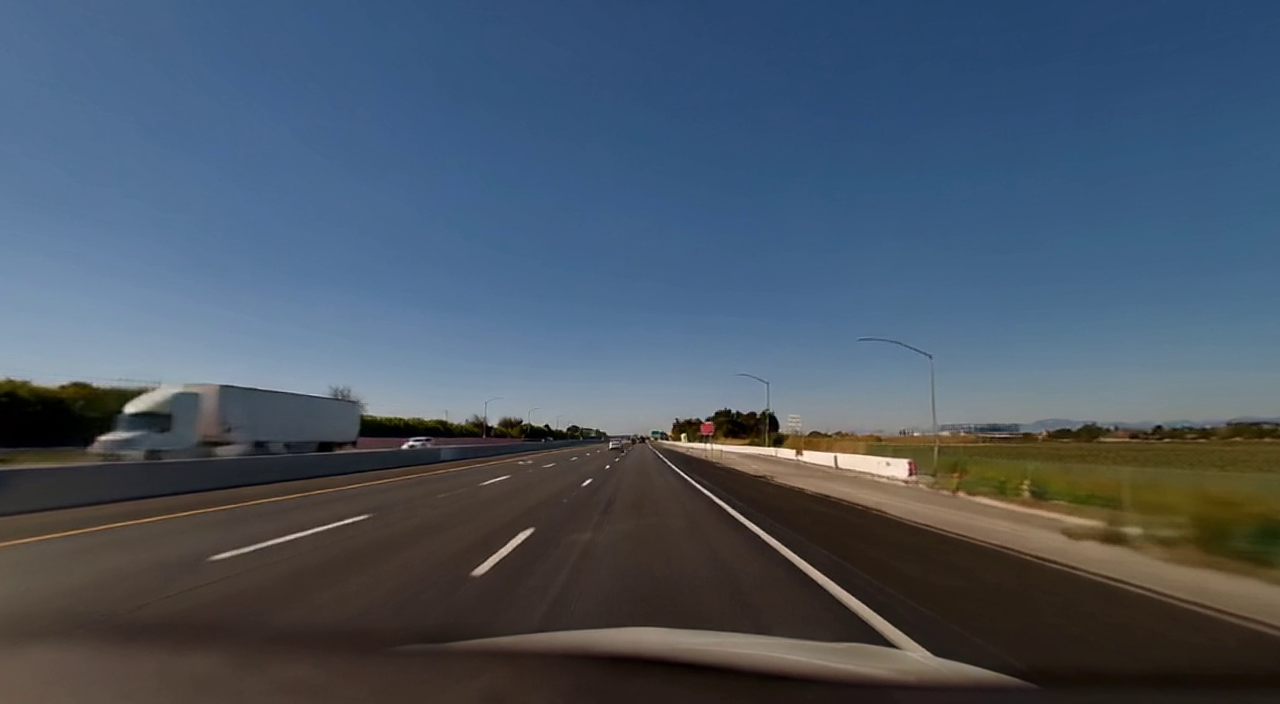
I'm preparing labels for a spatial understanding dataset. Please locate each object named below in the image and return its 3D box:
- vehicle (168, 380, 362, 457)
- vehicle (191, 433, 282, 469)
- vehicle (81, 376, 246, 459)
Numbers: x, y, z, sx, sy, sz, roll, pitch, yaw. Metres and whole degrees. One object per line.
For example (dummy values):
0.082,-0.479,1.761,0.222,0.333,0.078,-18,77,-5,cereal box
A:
-23.507,4.708,41.659,2.867,4.027,16.216,-1,-8,0,vehicle
-16.852,4.152,26.539,1.502,1.359,3.382,-1,-8,2,vehicle
-23.520,3.422,31.730,3.070,3.713,6.478,0,-8,0,vehicle
